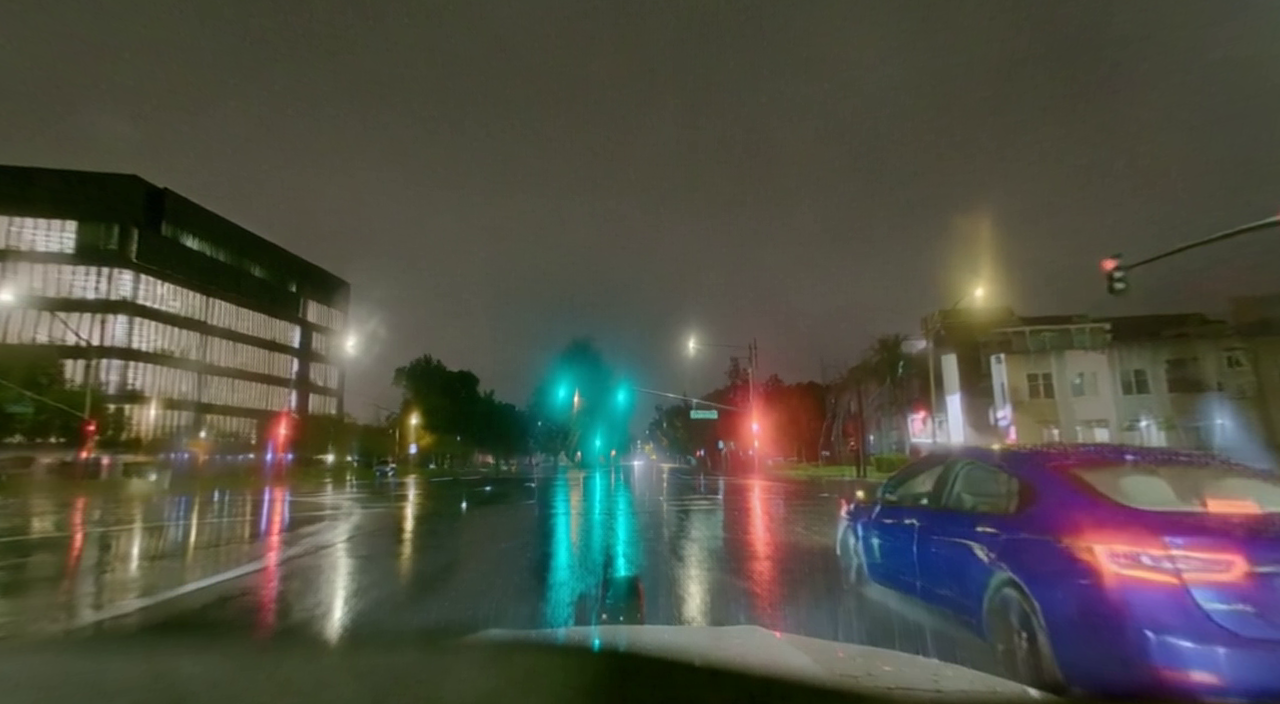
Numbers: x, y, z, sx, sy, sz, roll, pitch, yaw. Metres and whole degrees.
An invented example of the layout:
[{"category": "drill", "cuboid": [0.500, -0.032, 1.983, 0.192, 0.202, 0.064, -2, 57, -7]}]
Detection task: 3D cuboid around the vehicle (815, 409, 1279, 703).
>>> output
[{"category": "vehicle", "cuboid": [3.143, 1.356, 4.952, 2.089, 1.539, 4.767, 0, -9, -1]}]
